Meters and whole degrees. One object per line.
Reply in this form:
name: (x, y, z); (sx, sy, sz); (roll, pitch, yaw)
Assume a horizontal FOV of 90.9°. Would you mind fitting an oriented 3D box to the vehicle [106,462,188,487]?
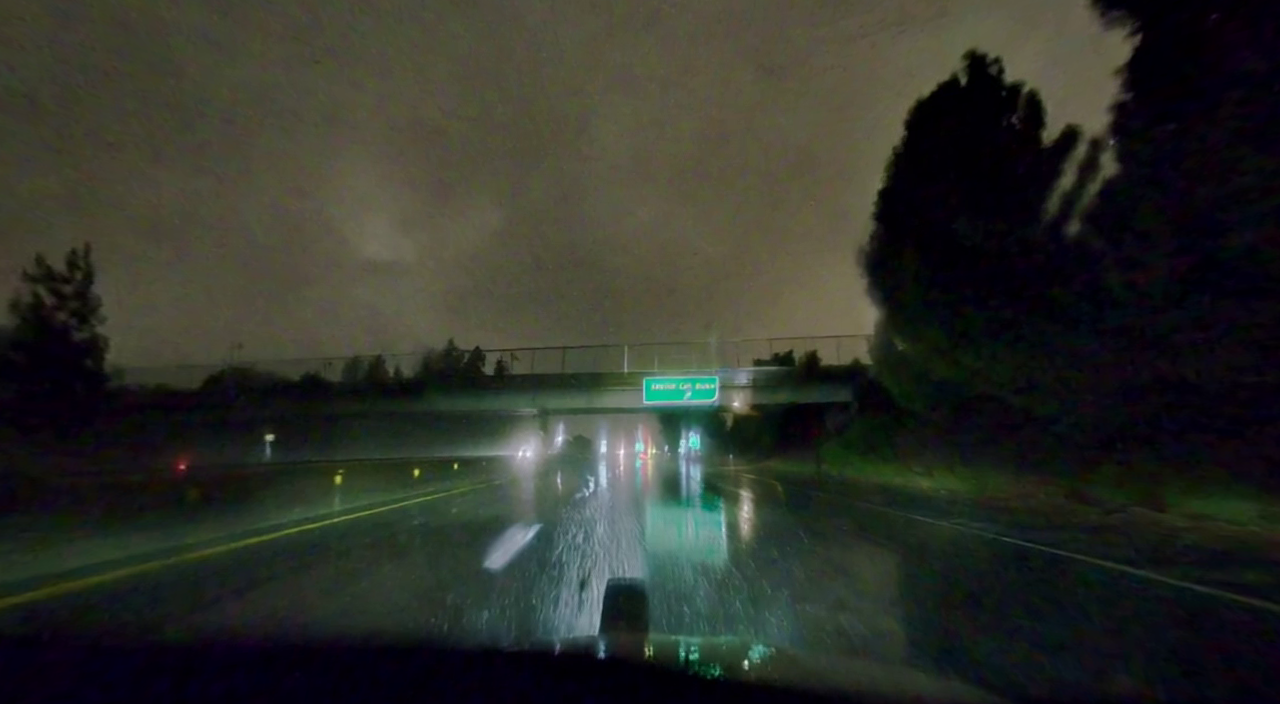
vehicle: (-31.832, 7.918, 40.888); (1.786, 1.420, 4.293); (0, -8, 1)
